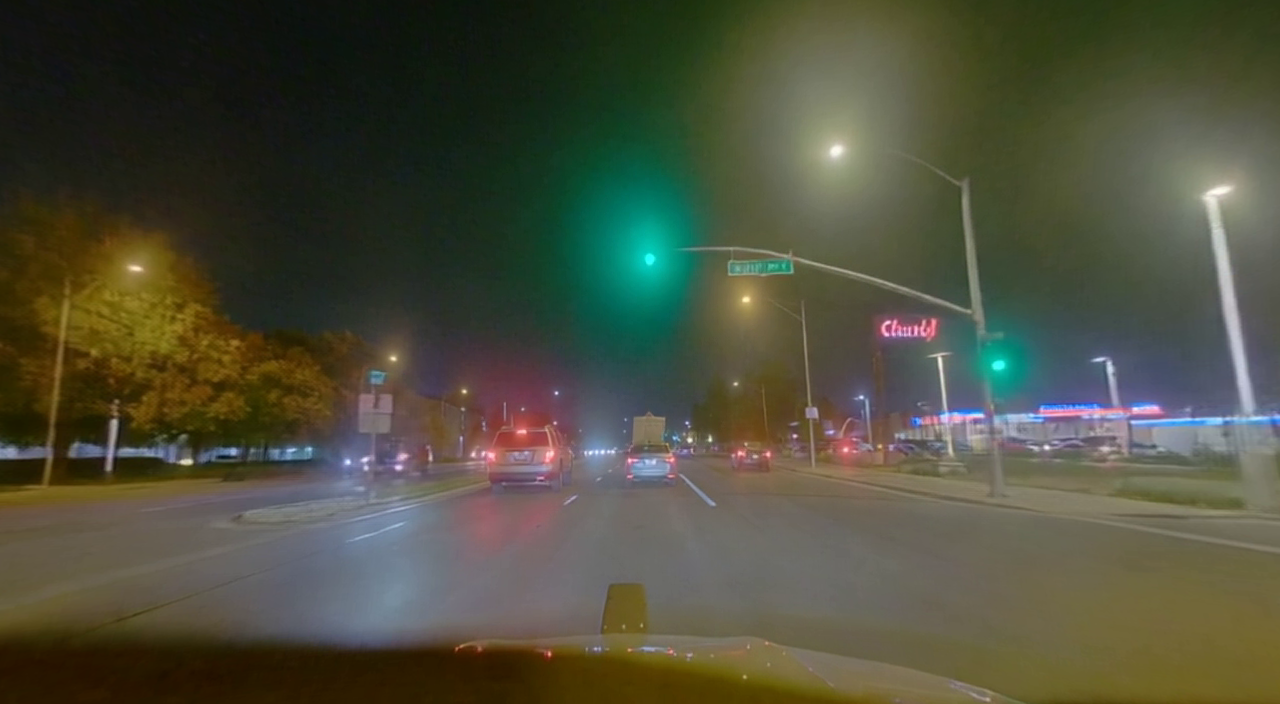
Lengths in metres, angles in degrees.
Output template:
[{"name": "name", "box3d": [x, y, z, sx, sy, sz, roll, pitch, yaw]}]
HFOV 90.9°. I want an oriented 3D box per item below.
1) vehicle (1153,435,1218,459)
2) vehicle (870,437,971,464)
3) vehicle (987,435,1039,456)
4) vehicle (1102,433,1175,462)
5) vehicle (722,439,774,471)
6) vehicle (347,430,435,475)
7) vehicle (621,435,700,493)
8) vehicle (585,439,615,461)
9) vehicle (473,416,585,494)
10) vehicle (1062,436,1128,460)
[{"name": "vehicle", "box3d": [34.568, 5.996, 39.914, 4.052, 1.445, 1.889, 5, -10, -32]}, {"name": "vehicle", "box3d": [15.650, 5.487, 35.265, 4.756, 1.422, 1.831, 0, -8, -1]}, {"name": "vehicle", "box3d": [28.873, 7.210, 48.744, 3.799, 1.541, 1.747, 5, -10, -30]}, {"name": "vehicle", "box3d": [29.314, 5.587, 37.018, 4.225, 1.502, 1.915, 3, -9, -32]}, {"name": "vehicle", "box3d": [5.364, 5.173, 31.911, 1.900, 1.507, 4.151, 0, -8, 0]}, {"name": "vehicle", "box3d": [-11.679, 4.760, 30.024, 2.165, 1.926, 4.899, 0, -8, 0]}, {"name": "vehicle", "box3d": [0.537, 3.237, 18.604, 2.061, 1.494, 4.079, 0, -8, 0]}, {"name": "vehicle", "box3d": [-2.920, 7.274, 46.852, 1.902, 1.522, 3.523, 0, -8, 1]}, {"name": "vehicle", "box3d": [-3.031, 2.984, 18.526, 2.289, 1.935, 5.227, 0, -8, 1]}, {"name": "vehicle", "box3d": [28.461, 5.981, 39.377, 3.873, 1.429, 1.765, 5, -10, -29]}]
